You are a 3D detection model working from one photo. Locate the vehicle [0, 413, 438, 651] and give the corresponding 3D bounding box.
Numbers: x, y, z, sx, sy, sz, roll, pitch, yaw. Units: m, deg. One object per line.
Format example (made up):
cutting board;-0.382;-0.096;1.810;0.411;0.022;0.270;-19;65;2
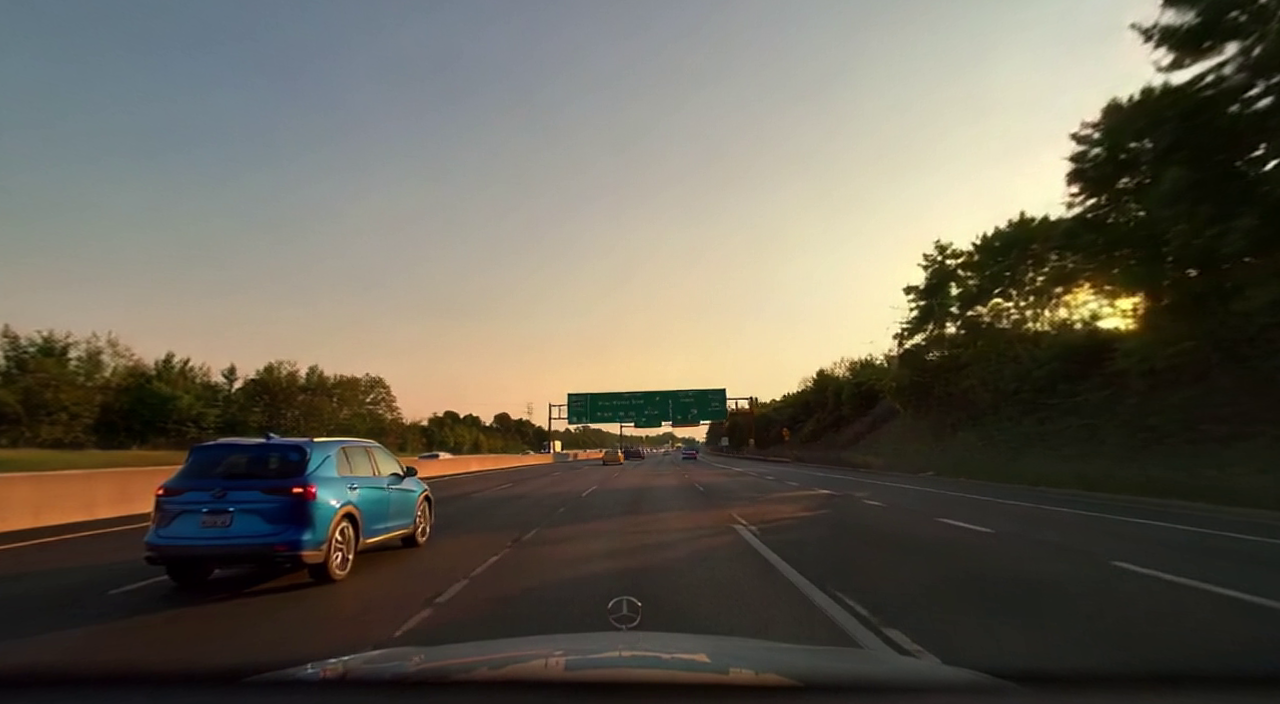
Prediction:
vehicle;-3.812;1.549;6.483;2.016;1.623;4.126;0;-8;1
